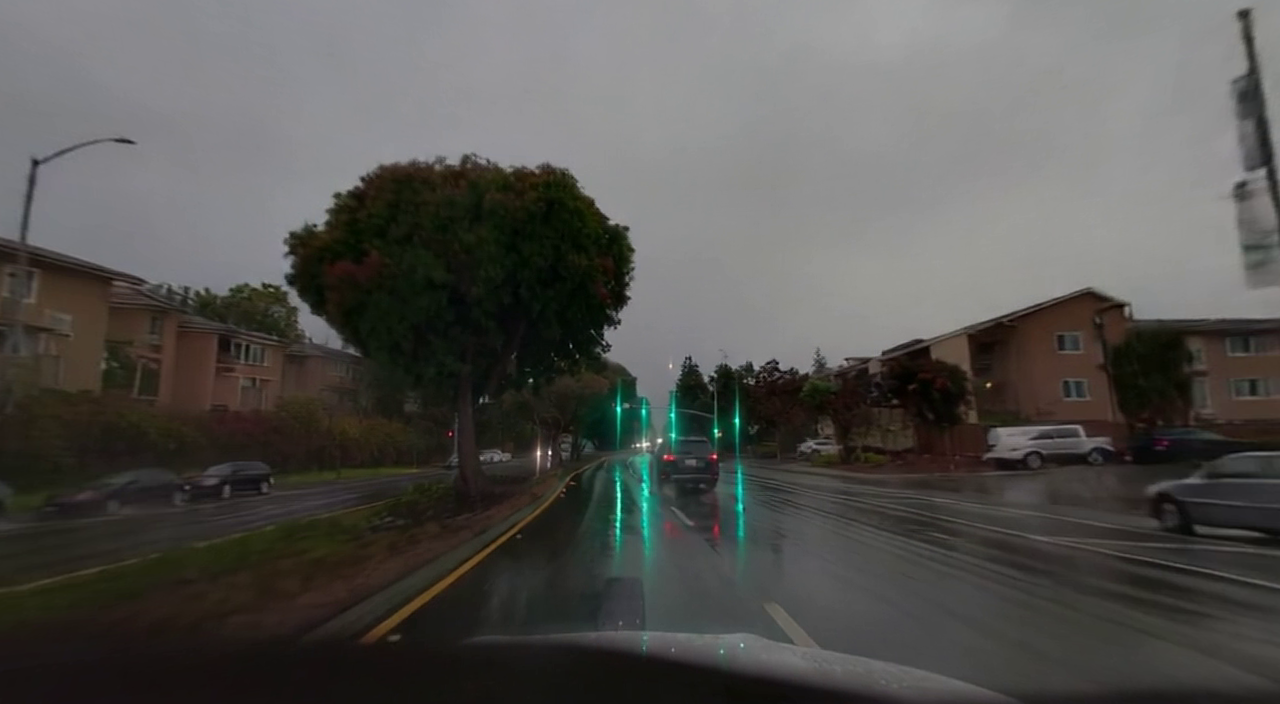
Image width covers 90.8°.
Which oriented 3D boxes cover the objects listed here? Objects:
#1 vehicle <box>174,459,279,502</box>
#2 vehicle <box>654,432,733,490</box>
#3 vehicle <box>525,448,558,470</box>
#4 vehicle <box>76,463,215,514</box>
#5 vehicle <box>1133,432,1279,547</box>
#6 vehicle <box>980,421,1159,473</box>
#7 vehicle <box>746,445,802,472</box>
[{"bbox_3d":[-18.932,5.868,29.225,1.937,1.612,4.515,-1,-7,-2],"label":"vehicle"},{"bbox_3d":[1.721,3.707,21.871,2.085,1.763,4.490,0,-9,-3],"label":"vehicle"},{"bbox_3d":[-7.142,7.766,46.172,1.958,1.501,4.294,0,-9,-2],"label":"vehicle"},{"bbox_3d":[-18.729,5.147,24.259,1.999,1.462,4.516,-1,-8,-5],"label":"vehicle"},{"bbox_3d":[9.278,1.807,8.331,1.858,1.489,4.556,0,-8,0],"label":"vehicle"},{"bbox_3d":[15.777,3.545,23.535,5.007,1.793,2.031,-2,-9,11],"label":"vehicle"},{"bbox_3d":[7.720,6.167,36.795,1.996,1.474,4.771,0,-9,-3],"label":"vehicle"}]
